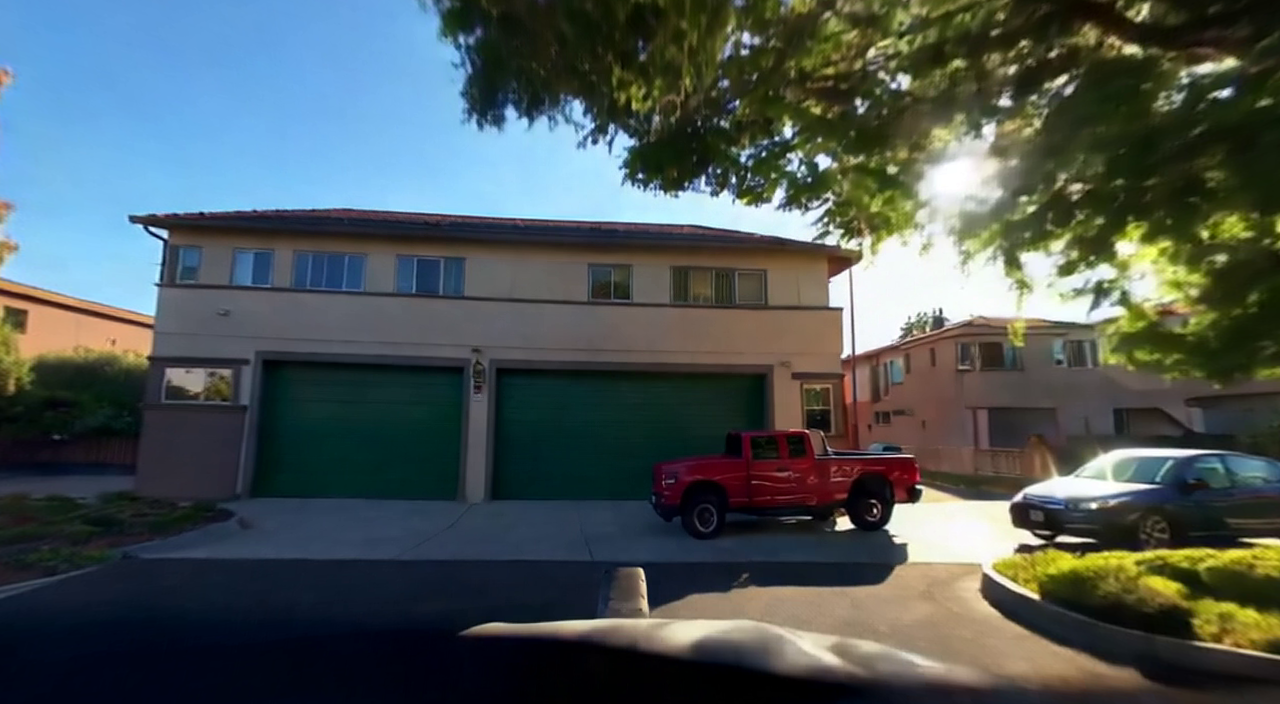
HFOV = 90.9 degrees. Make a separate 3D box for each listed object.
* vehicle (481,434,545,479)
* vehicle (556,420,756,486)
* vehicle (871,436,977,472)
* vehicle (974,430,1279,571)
[{"bbox_3d":[-5.358,4.406,27.057,1.869,1.460,3.826,-3,-4,1],"label":"vehicle"},{"bbox_3d":[0.446,2.997,18.856,5.600,1.835,2.161,0,-8,-1],"label":"vehicle"},{"bbox_3d":[14.518,5.231,32.444,4.383,1.784,2.211,0,-8,0],"label":"vehicle"},{"bbox_3d":[7.535,2.036,9.307,4.074,1.617,2.112,0,-4,-8],"label":"vehicle"}]
